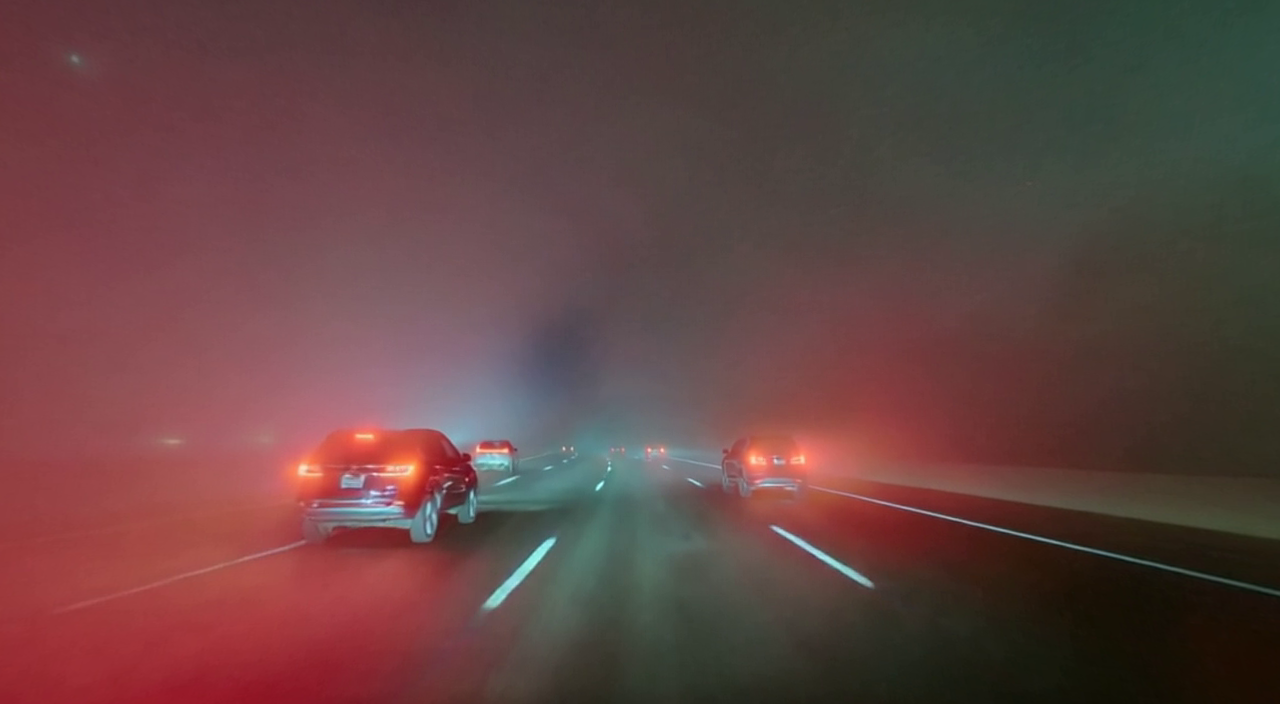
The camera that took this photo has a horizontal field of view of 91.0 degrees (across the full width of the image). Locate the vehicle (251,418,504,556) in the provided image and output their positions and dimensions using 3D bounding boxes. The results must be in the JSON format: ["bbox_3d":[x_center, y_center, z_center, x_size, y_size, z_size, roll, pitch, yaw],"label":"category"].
[{"bbox_3d":[-3.866,2.070,10.380,2.214,1.743,4.465,0,-9,0],"label":"vehicle"}]

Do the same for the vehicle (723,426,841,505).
[{"bbox_3d":[3.721,3.082,17.533,2.153,1.860,4.689,0,-9,0],"label":"vehicle"}]
